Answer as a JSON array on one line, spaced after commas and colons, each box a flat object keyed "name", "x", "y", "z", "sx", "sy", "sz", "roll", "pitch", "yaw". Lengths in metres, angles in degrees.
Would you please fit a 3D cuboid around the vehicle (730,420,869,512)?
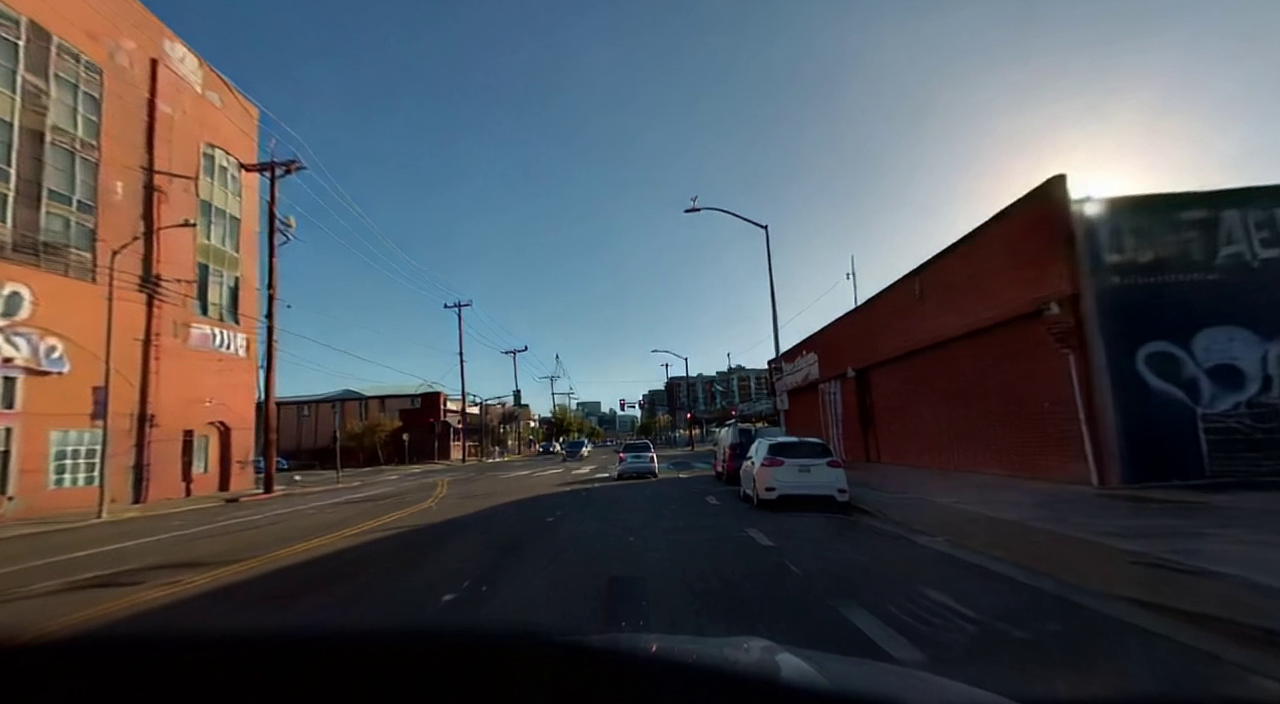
[{"name": "vehicle", "x": 3.337, "y": 2.477, "z": 14.135, "sx": 1.938, "sy": 1.714, "sz": 4.402, "roll": 0, "pitch": -8, "yaw": -1}]

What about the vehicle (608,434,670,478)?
[{"name": "vehicle", "x": -0.029, "y": 3.931, "z": 23.998, "sx": 2.153, "sy": 1.505, "sz": 4.452, "roll": 0, "pitch": -8, "yaw": 0}]

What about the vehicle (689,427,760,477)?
[{"name": "vehicle", "x": 3.191, "y": 3.903, "z": 24.687, "sx": 2.060, "sy": 1.783, "sz": 4.579, "roll": 0, "pitch": -8, "yaw": -1}]
